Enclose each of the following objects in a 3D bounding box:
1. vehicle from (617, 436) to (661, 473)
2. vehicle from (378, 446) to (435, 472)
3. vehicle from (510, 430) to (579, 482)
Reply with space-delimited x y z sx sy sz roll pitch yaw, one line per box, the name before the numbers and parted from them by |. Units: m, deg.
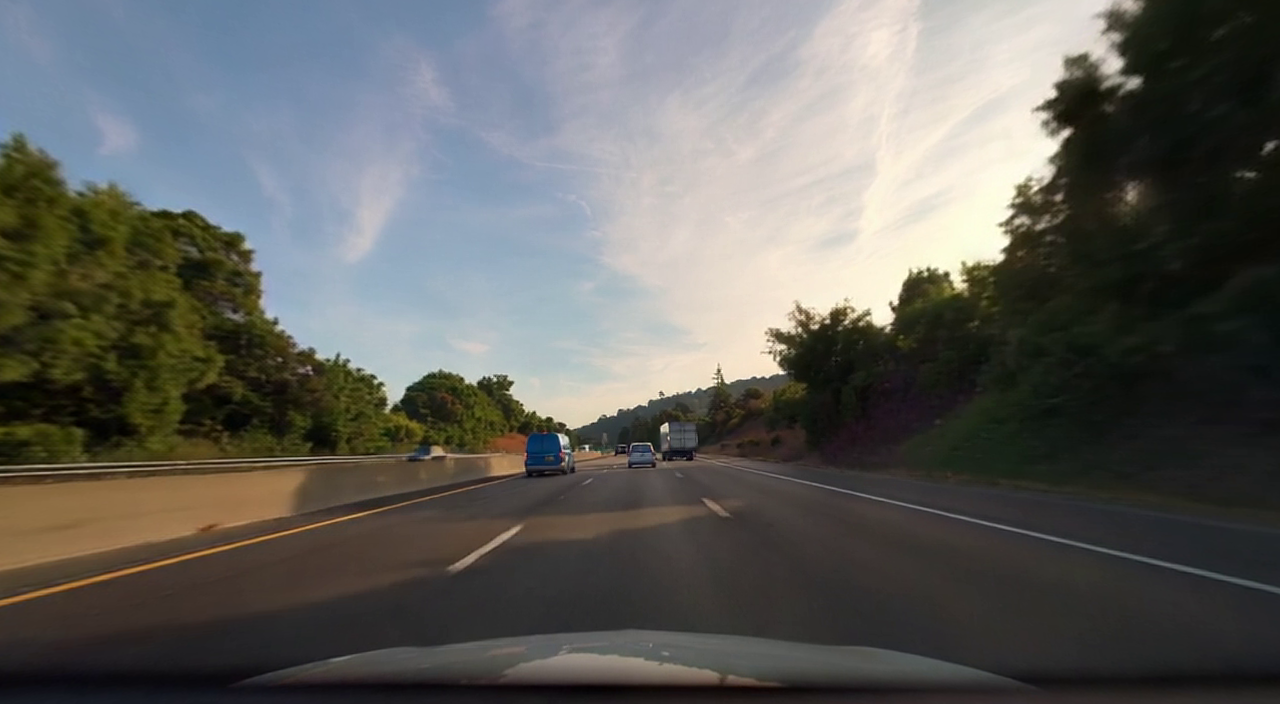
vehicle | -0.055 5.519 33.975 2.209 1.825 4.036 -1 -9 0
vehicle | -14.885 6.828 40.454 1.896 1.515 4.601 -1 -8 0
vehicle | -3.939 4.413 27.006 2.167 1.991 5.062 0 -9 0
